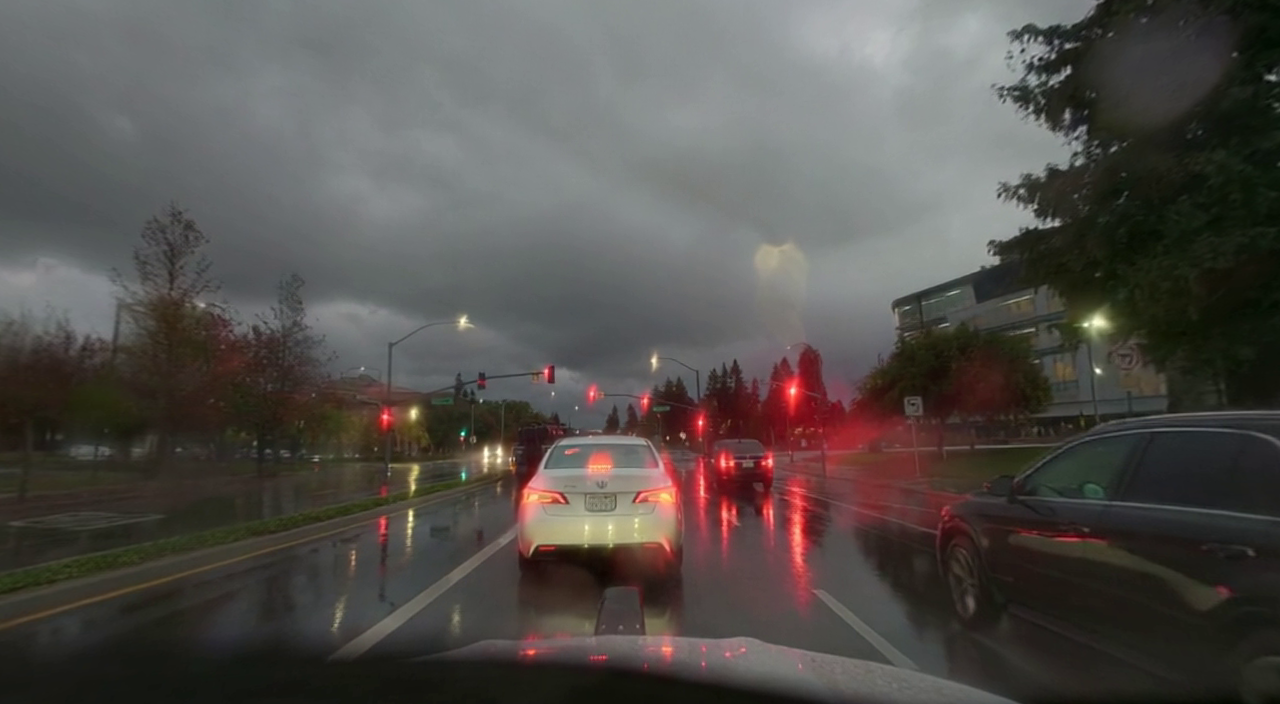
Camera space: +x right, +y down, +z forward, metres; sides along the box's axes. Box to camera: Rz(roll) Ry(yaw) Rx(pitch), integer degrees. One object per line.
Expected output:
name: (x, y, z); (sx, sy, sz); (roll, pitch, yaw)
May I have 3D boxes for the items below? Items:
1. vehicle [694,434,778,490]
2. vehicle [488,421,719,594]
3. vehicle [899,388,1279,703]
vehicle: (2.906, 3.436, 20.065); (1.874, 1.556, 4.116); (0, -9, -2)
vehicle: (-0.349, 1.632, 7.364); (2.006, 1.487, 3.535); (0, -9, -1)
vehicle: (3.162, 1.004, 3.114); (1.910, 1.474, 4.263); (0, -9, -1)
